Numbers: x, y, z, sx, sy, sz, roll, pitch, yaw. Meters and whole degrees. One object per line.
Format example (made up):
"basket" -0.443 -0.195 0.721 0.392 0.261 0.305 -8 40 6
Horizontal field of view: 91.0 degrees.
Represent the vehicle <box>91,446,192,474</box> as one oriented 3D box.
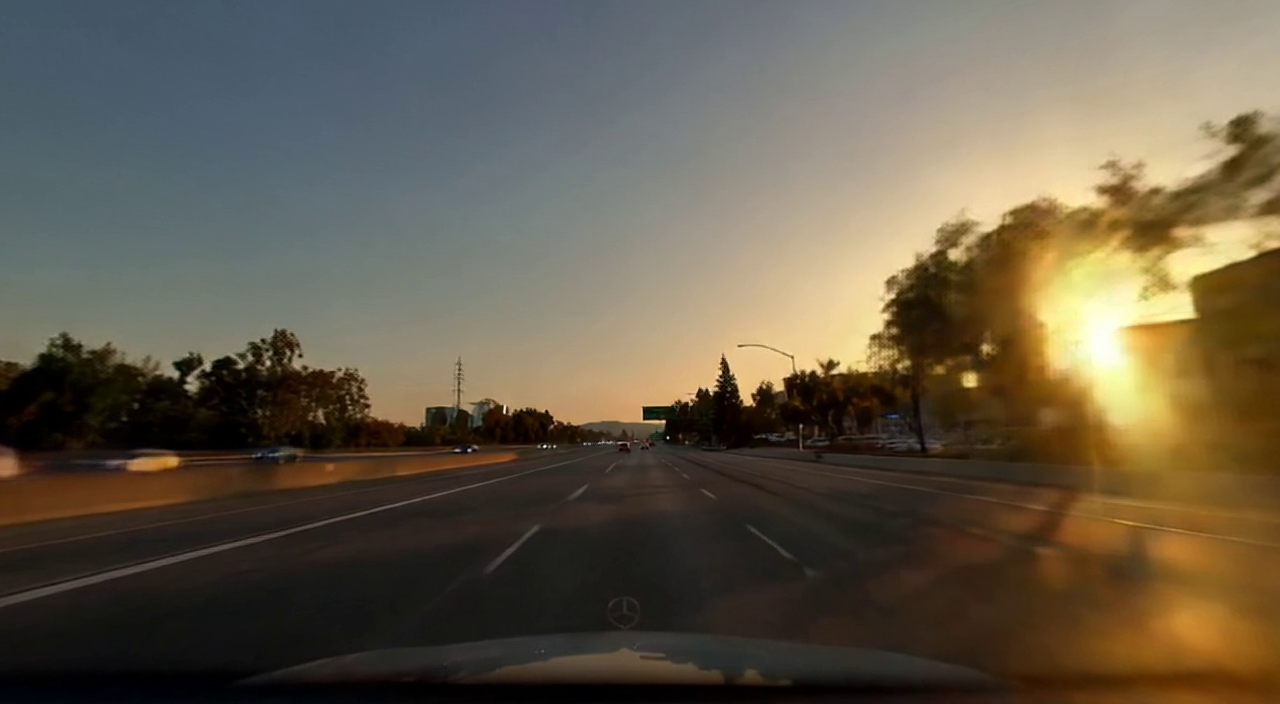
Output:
"vehicle" -28.924 6.273 36.761 1.884 1.520 4.764 0 -9 2
